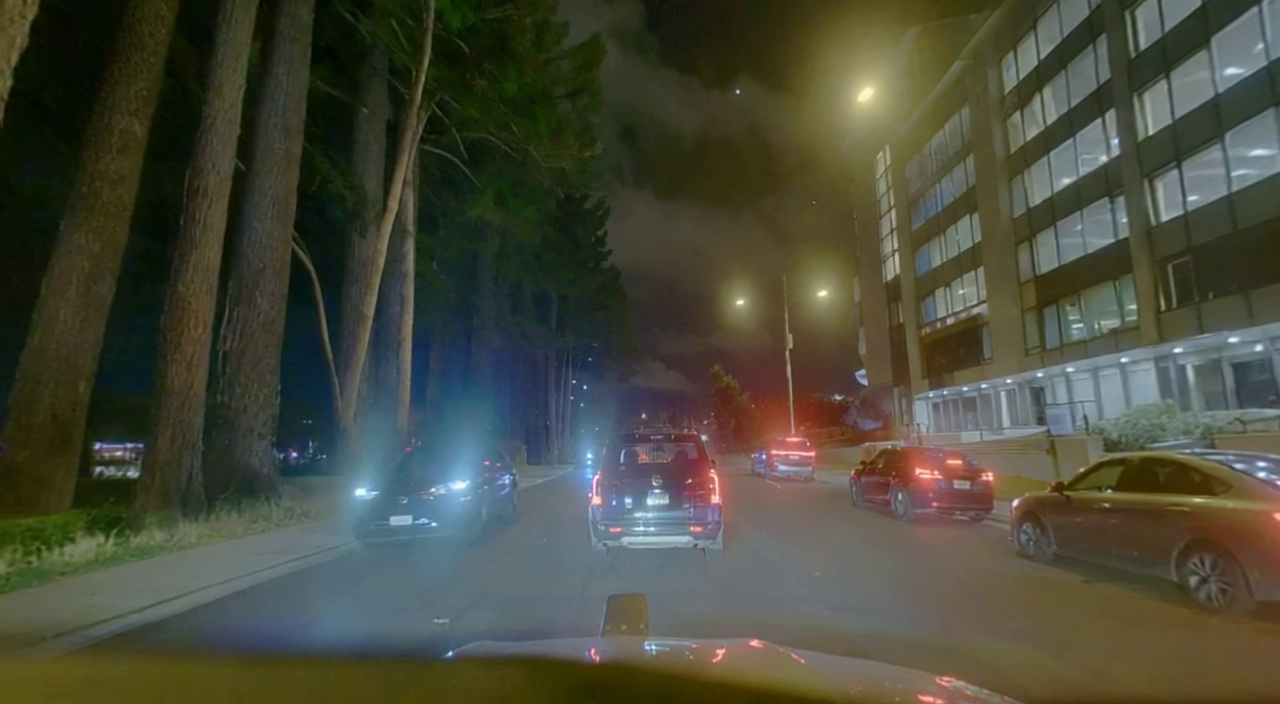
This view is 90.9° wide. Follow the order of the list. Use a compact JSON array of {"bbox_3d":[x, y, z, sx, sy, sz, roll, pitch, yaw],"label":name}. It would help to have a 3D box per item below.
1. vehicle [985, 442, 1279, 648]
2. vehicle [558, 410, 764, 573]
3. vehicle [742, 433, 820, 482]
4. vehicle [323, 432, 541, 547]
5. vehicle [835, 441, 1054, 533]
[{"bbox_3d":[5.544,1.623,6.076,1.809,1.478,4.623,0,-9,0],"label":"vehicle"},{"bbox_3d":[0.221,1.727,8.488,2.105,1.653,3.887,0,-9,0],"label":"vehicle"},{"bbox_3d":[5.649,4.289,25.854,2.059,1.813,4.637,0,-9,-1],"label":"vehicle"},{"bbox_3d":[-3.182,2.203,10.850,2.090,1.532,4.529,0,-9,2],"label":"vehicle"},{"bbox_3d":[5.672,2.542,12.619,1.852,1.452,4.852,0,-9,-1],"label":"vehicle"}]
